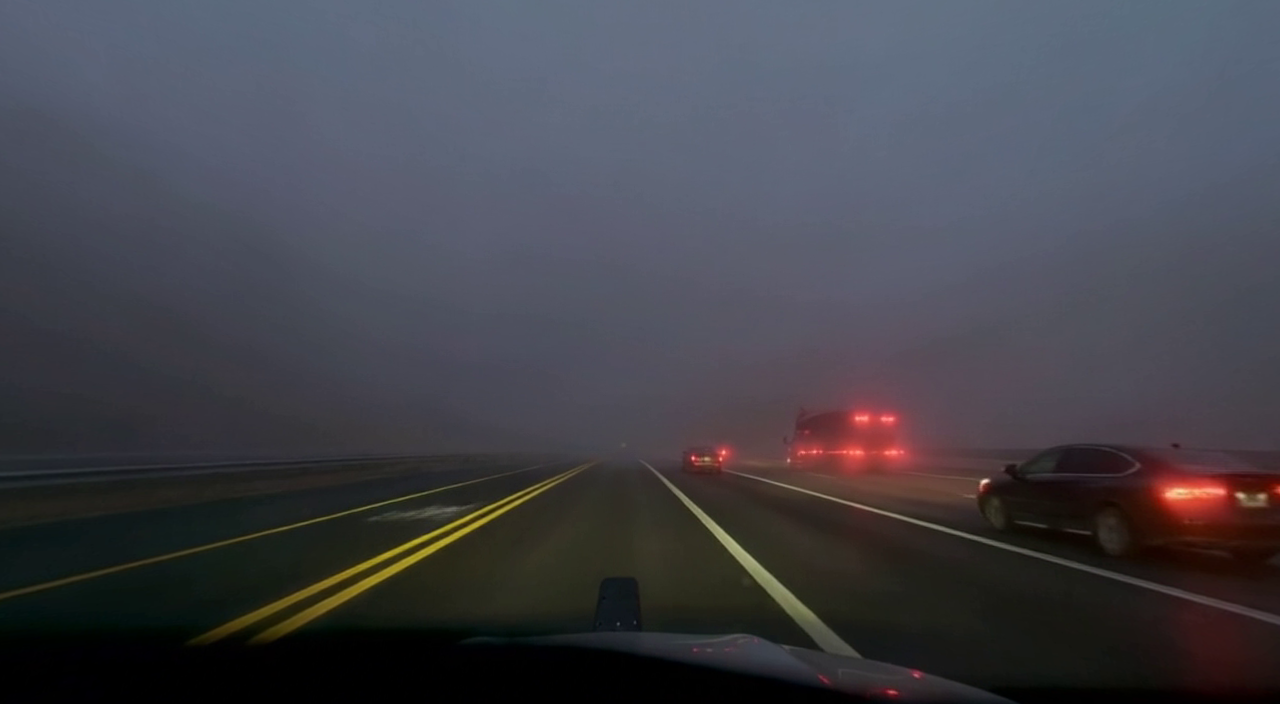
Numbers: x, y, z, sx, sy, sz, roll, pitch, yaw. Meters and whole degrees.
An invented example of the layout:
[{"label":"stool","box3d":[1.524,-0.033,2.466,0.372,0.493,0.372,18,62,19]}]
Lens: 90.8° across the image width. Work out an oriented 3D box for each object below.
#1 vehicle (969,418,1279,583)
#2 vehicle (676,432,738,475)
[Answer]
[{"label":"vehicle","box3d":[6.763,1.739,8.399,2.046,1.509,4.929,0,-8,-1]},{"label":"vehicle","box3d":[2.951,4.610,28.963,2.141,1.785,4.778,0,-8,-2]}]
